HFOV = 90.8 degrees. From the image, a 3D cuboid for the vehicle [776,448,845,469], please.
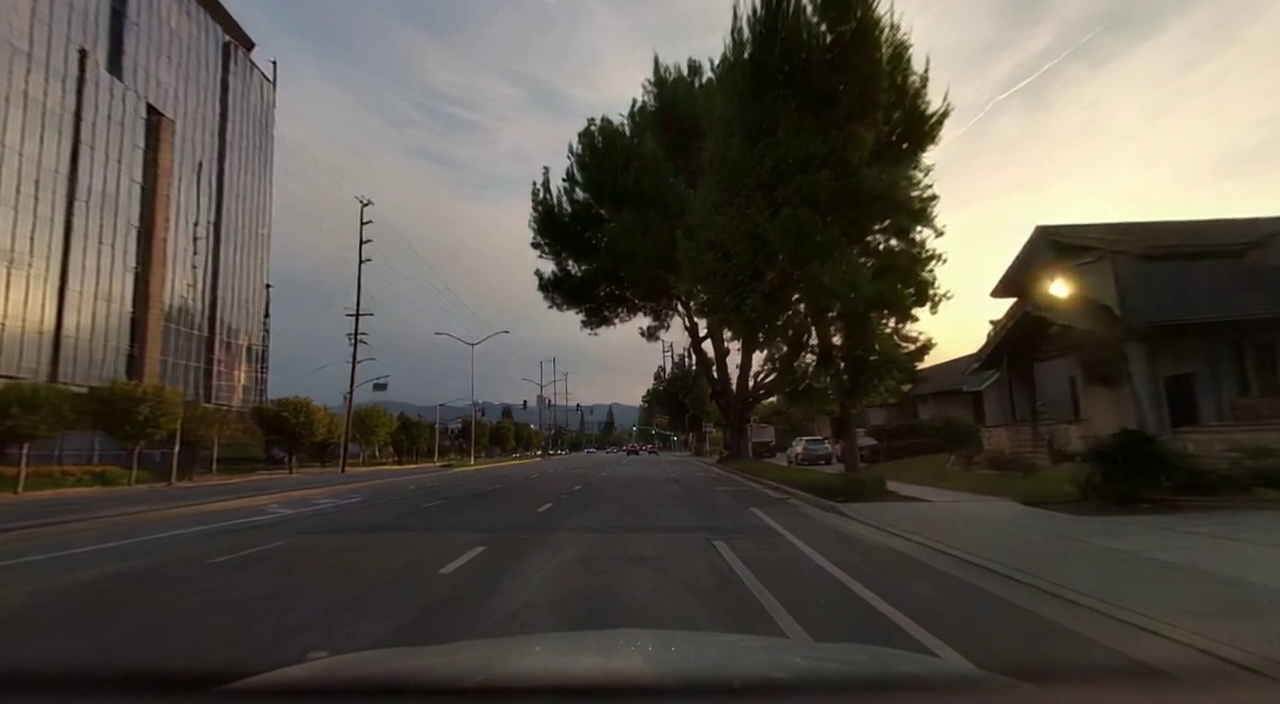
[{"bbox_3d":[12.454,7.777,46.355,4.489,1.491,2.022,0,-9,0],"label":"vehicle"}]
